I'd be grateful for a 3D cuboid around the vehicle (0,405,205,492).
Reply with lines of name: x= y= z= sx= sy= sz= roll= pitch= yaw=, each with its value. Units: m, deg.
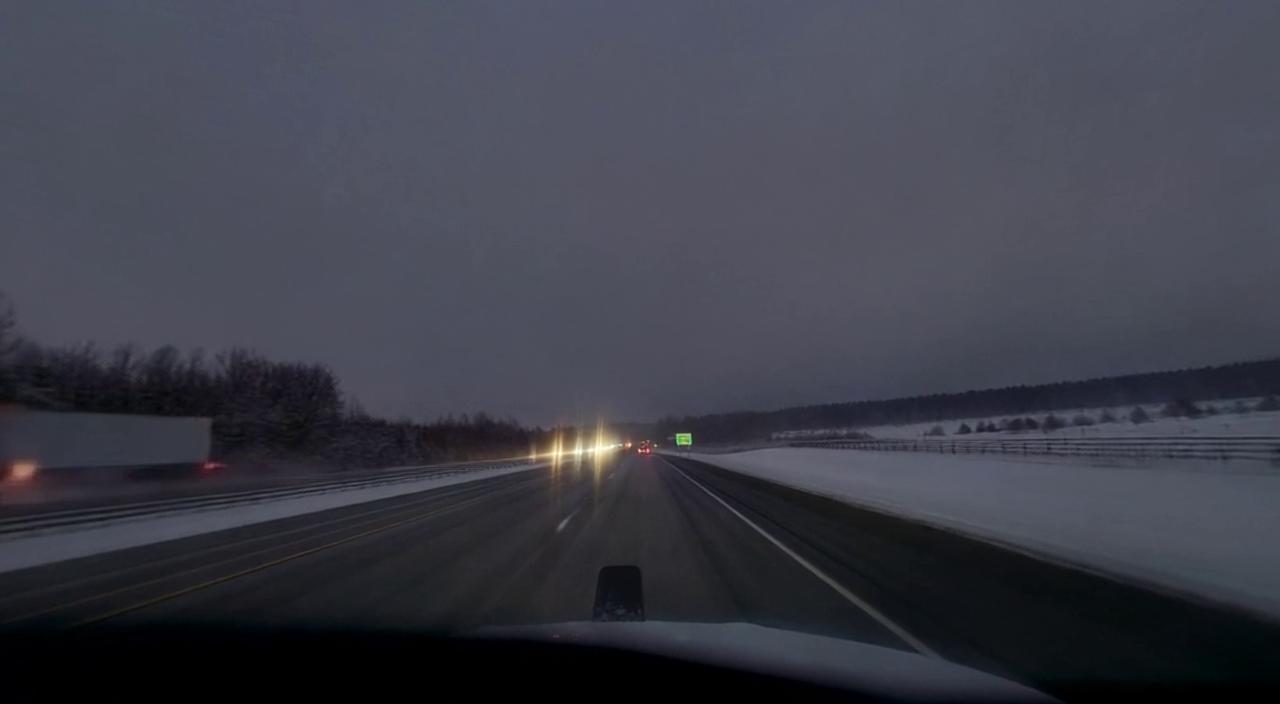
vehicle: x=-32.730 y=5.644 z=36.706 sx=2.970 sy=4.217 sz=16.310 roll=0 pitch=-9 yaw=0
